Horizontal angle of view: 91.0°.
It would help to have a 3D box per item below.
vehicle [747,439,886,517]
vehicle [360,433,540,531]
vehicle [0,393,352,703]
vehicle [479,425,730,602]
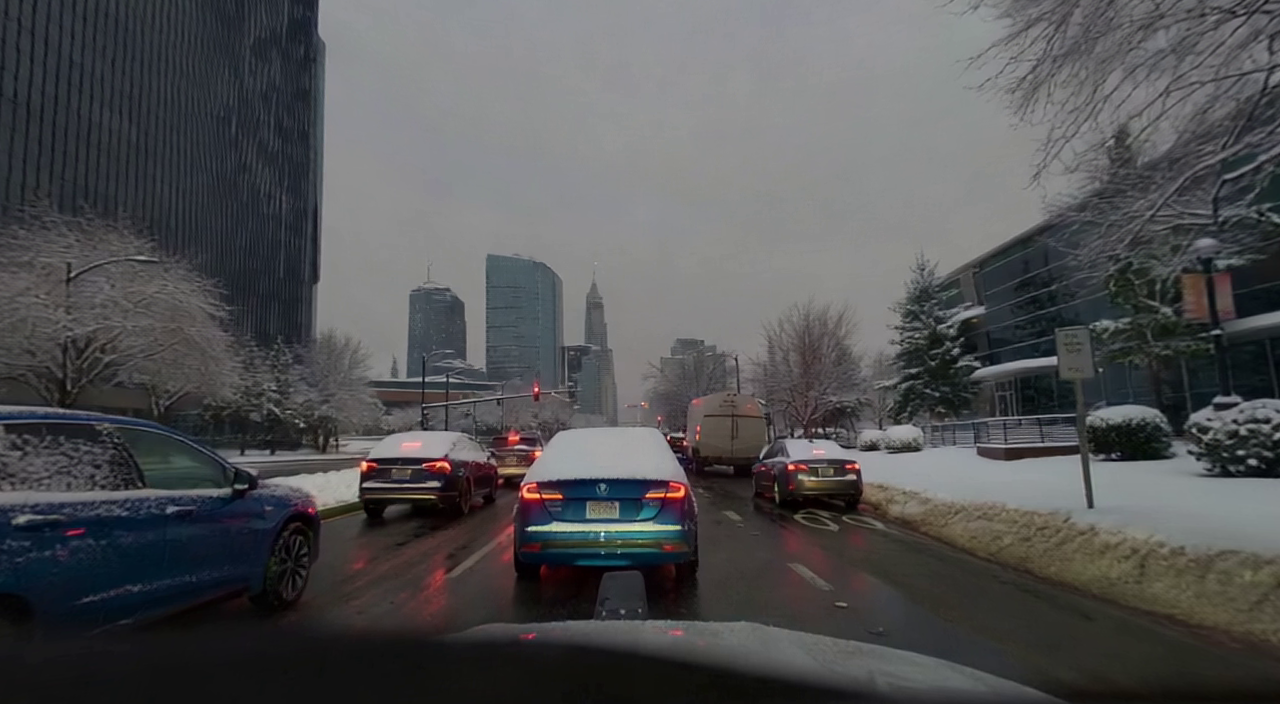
[{"bbox_3d":[3.860,2.819,14.616,1.940,1.514,4.187,0,-9,-1],"label":"vehicle"},{"bbox_3d":[-3.341,2.376,12.159,2.044,1.508,4.479,0,-9,0],"label":"vehicle"},{"bbox_3d":[-3.549,1.078,3.504,1.933,1.520,4.195,0,-9,-1],"label":"vehicle"},{"bbox_3d":[-0.254,1.734,7.718,2.174,1.509,4.374,0,-9,2],"label":"vehicle"}]
